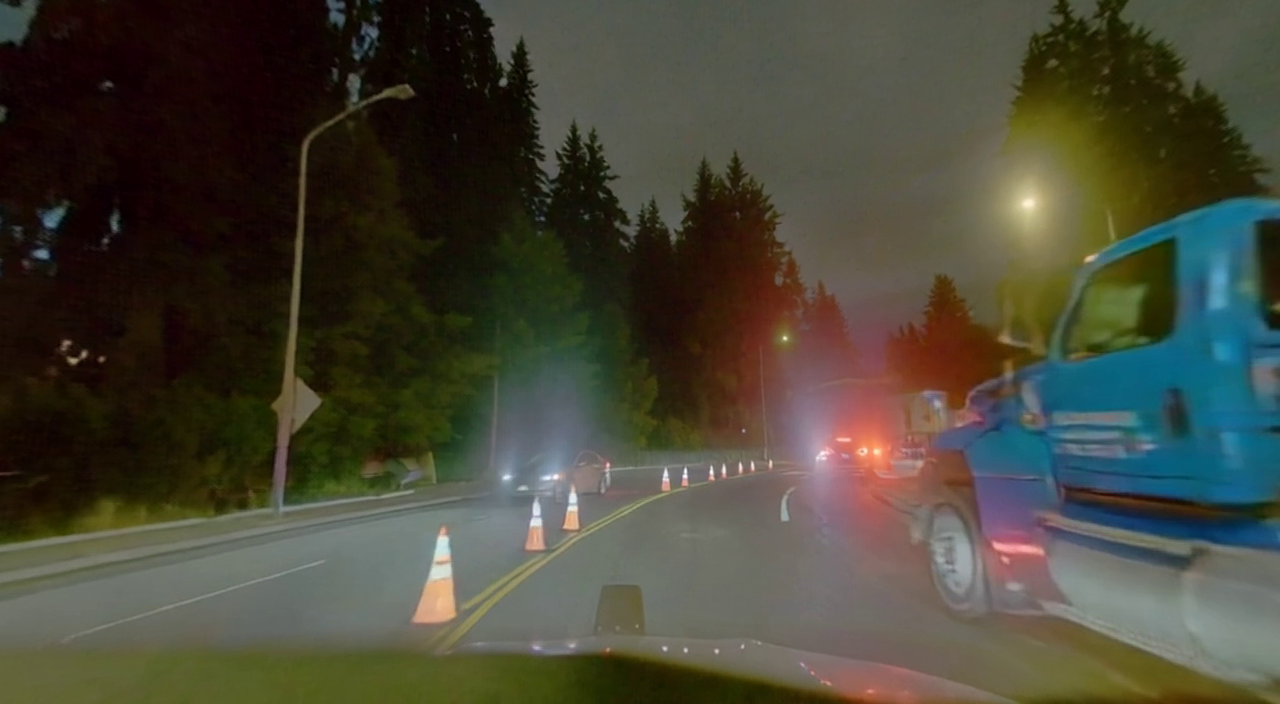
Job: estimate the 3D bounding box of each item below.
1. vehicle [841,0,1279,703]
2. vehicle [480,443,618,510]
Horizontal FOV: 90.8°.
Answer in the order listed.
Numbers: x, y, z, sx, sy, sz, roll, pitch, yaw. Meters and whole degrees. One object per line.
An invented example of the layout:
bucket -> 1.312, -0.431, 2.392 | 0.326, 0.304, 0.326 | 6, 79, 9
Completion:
vehicle -> 3.326, -0.053, 0.685 | 2.787, 2.966, 10.741 | -1, -6, 1
vehicle -> -2.187, 3.150, 16.594 | 1.945, 1.494, 4.201 | -3, -9, 17
